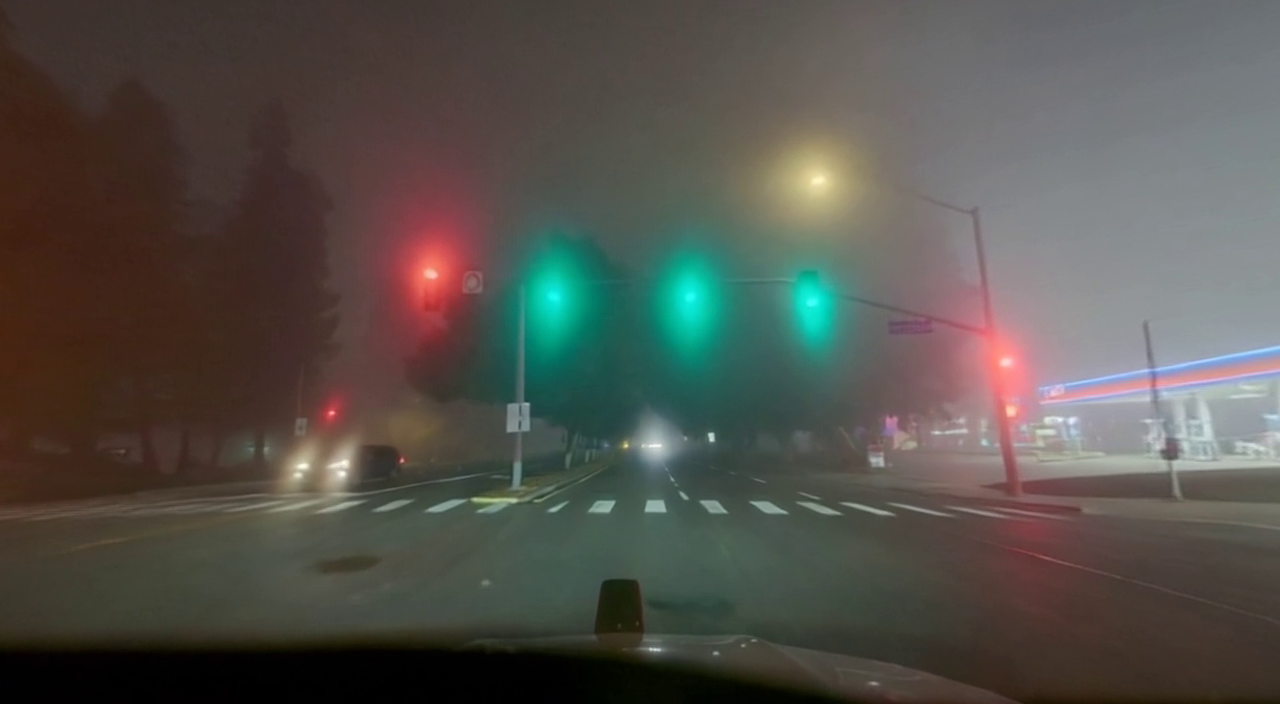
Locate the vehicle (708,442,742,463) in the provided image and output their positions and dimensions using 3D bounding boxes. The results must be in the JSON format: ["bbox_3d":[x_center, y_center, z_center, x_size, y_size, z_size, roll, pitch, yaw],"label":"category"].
[{"bbox_3d":[6.624,7.878,49.660,1.990,1.508,4.426,0,-8,-2],"label":"vehicle"}]

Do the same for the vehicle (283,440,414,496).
[{"bbox_3d":[-9.150,3.673,20.370,2.029,1.452,4.598,-3,-9,1],"label":"vehicle"}]

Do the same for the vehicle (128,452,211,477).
[{"bbox_3d":[-36.132,8.645,48.566,4.876,1.829,2.094,-1,-8,7],"label":"vehicle"}]

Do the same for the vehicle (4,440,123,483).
[{"bbox_3d":[-37.099,7.023,40.727,5.831,2.624,2.189,-1,-9,8],"label":"vehicle"}]
